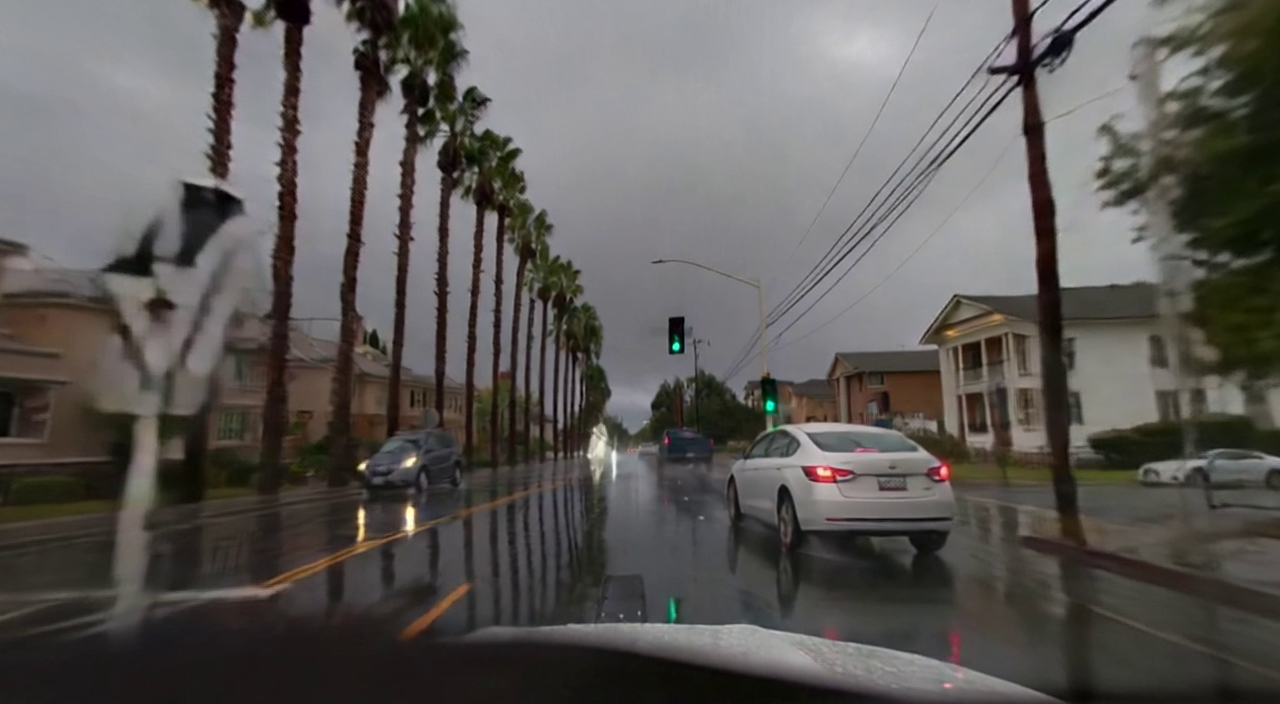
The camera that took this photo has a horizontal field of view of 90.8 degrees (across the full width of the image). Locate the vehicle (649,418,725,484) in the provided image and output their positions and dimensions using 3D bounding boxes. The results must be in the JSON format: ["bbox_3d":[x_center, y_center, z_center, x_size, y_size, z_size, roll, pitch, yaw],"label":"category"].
[{"bbox_3d":[1.453,3.323,21.400,2.109,2.002,4.424,0,-8,-2],"label":"vehicle"}]

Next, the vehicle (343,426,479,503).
[{"bbox_3d":[-6.532,3.179,18.617,2.069,1.820,4.388,-3,-6,5],"label":"vehicle"}]

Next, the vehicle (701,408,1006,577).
[{"bbox_3d":[2.236,1.646,8.230,2.096,1.552,4.519,1,-8,-5],"label":"vehicle"}]

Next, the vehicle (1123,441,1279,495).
[{"bbox_3d":[18.267,3.587,19.818,4.421,1.502,2.161,-1,-8,-1],"label":"vehicle"}]
